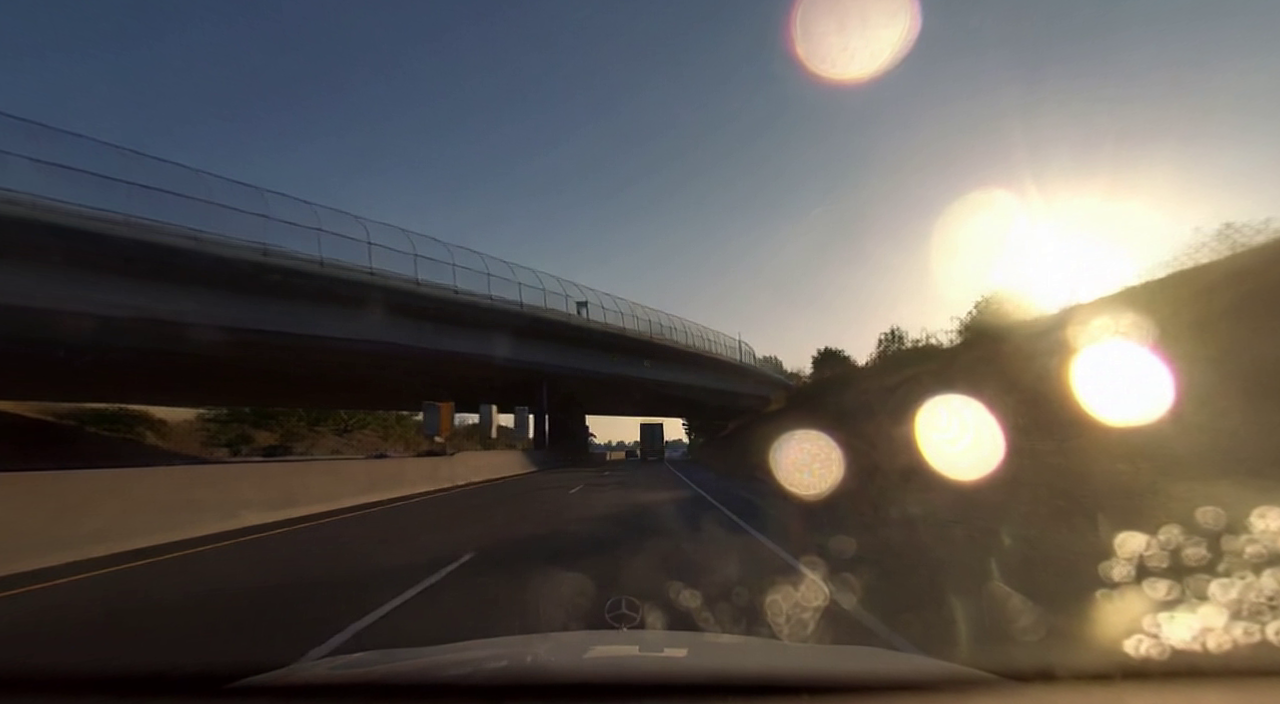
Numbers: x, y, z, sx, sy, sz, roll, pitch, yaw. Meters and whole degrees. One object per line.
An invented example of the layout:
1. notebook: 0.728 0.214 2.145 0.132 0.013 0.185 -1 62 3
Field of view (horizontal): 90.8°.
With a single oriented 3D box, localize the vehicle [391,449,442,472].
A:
1. vehicle: -15.501 7.527 43.996 1.881 1.497 4.397 0 -9 1
